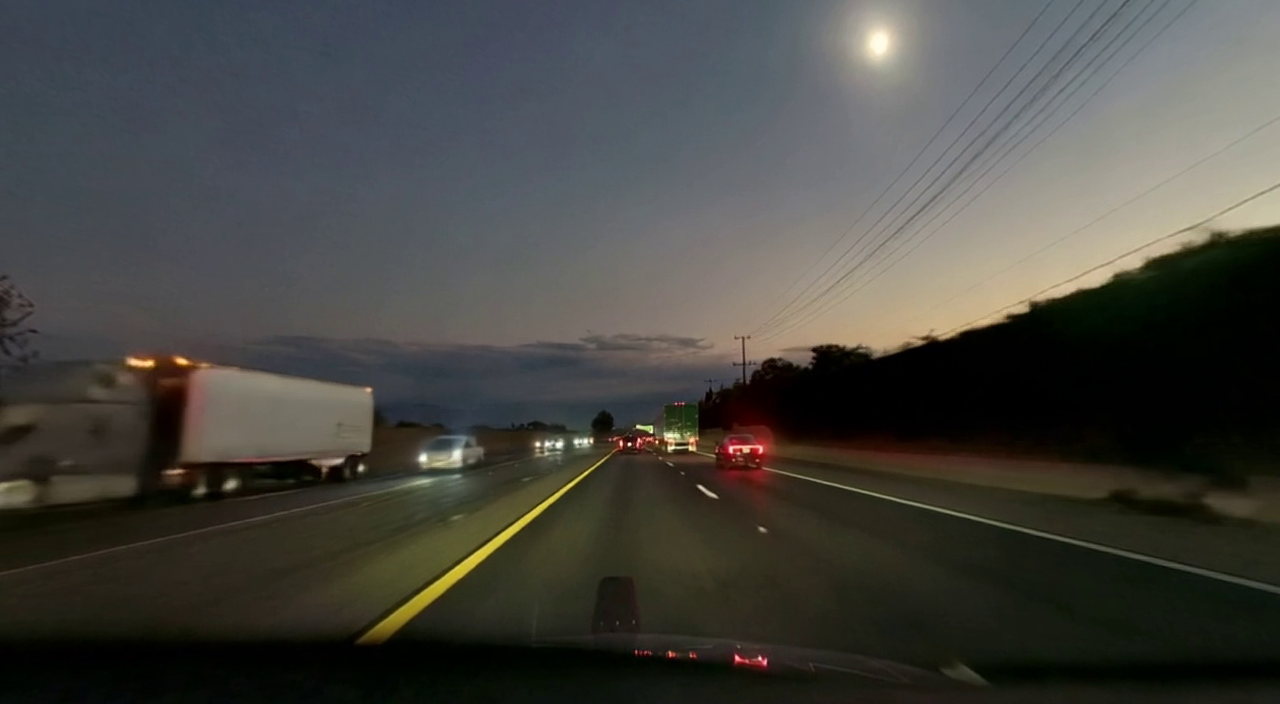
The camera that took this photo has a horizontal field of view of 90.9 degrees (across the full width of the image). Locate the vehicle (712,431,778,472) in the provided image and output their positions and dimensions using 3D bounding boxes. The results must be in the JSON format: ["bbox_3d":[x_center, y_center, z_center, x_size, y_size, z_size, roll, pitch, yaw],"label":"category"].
[{"bbox_3d":[4.270,4.105,26.269,1.930,1.573,3.853,0,-8,-2],"label":"vehicle"}]

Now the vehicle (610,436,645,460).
[{"bbox_3d":[-0.815,6.128,40.521,2.163,1.466,3.693,0,-8,-1],"label":"vehicle"}]

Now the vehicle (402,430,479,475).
[{"bbox_3d":[-9.583,4.845,30.687,2.237,2.004,4.746,0,-8,-1],"label":"vehicle"}]

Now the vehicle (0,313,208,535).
[{"bbox_3d":[-13.580,1.690,14.386,3.005,4.138,6.065,0,-8,-1],"label":"vehicle"}]
